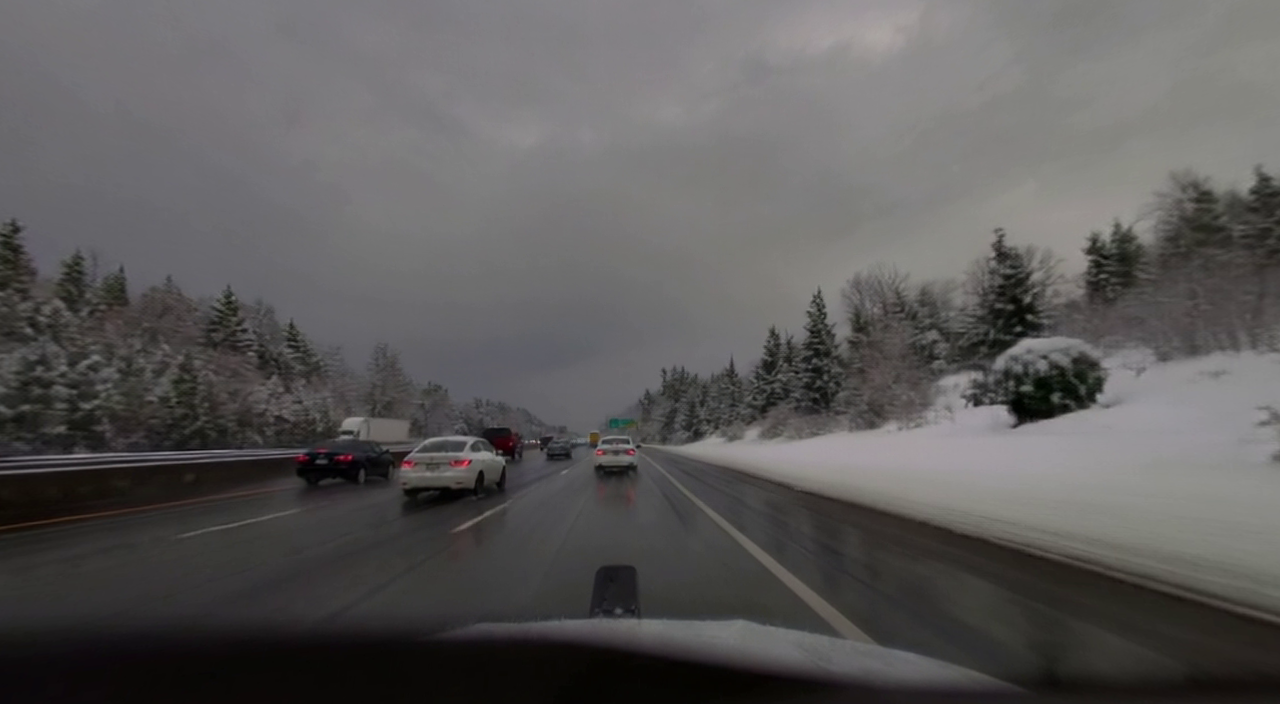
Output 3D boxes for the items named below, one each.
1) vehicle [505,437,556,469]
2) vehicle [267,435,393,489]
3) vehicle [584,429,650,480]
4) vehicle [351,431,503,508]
[{"bbox_3d":[-5.276,4.897,30.762,1.835,1.432,3.835,0,-8,0],"label":"vehicle"},{"bbox_3d":[-9.295,3.285,19.248,1.850,1.439,3.932,0,-8,0],"label":"vehicle"},{"bbox_3d":[-0.798,3.641,22.747,2.178,1.658,3.916,0,-8,-1],"label":"vehicle"},{"bbox_3d":[-4.577,2.558,14.313,1.971,1.464,4.386,0,-8,0],"label":"vehicle"}]
